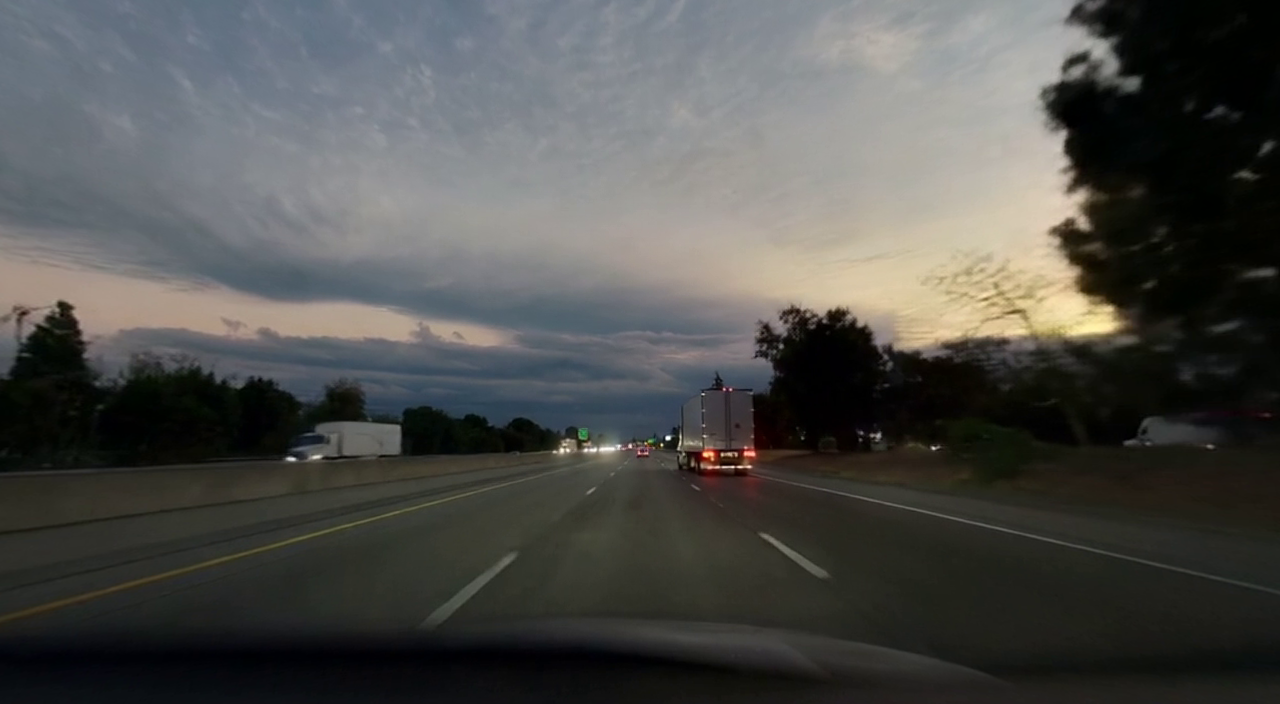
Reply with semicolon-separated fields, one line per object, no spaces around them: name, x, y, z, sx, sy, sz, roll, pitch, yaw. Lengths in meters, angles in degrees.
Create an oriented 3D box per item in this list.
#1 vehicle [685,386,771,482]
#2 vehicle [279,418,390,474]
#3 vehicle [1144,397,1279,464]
vehicle;4.443;4.629;34.911;3.058;4.312;12.251;0;-8;0
vehicle;-19.888;6.250;41.822;2.922;3.301;8.505;0;-9;1
vehicle;40.099;5.606;43.676;3.058;4.007;11.965;-2;-9;14
